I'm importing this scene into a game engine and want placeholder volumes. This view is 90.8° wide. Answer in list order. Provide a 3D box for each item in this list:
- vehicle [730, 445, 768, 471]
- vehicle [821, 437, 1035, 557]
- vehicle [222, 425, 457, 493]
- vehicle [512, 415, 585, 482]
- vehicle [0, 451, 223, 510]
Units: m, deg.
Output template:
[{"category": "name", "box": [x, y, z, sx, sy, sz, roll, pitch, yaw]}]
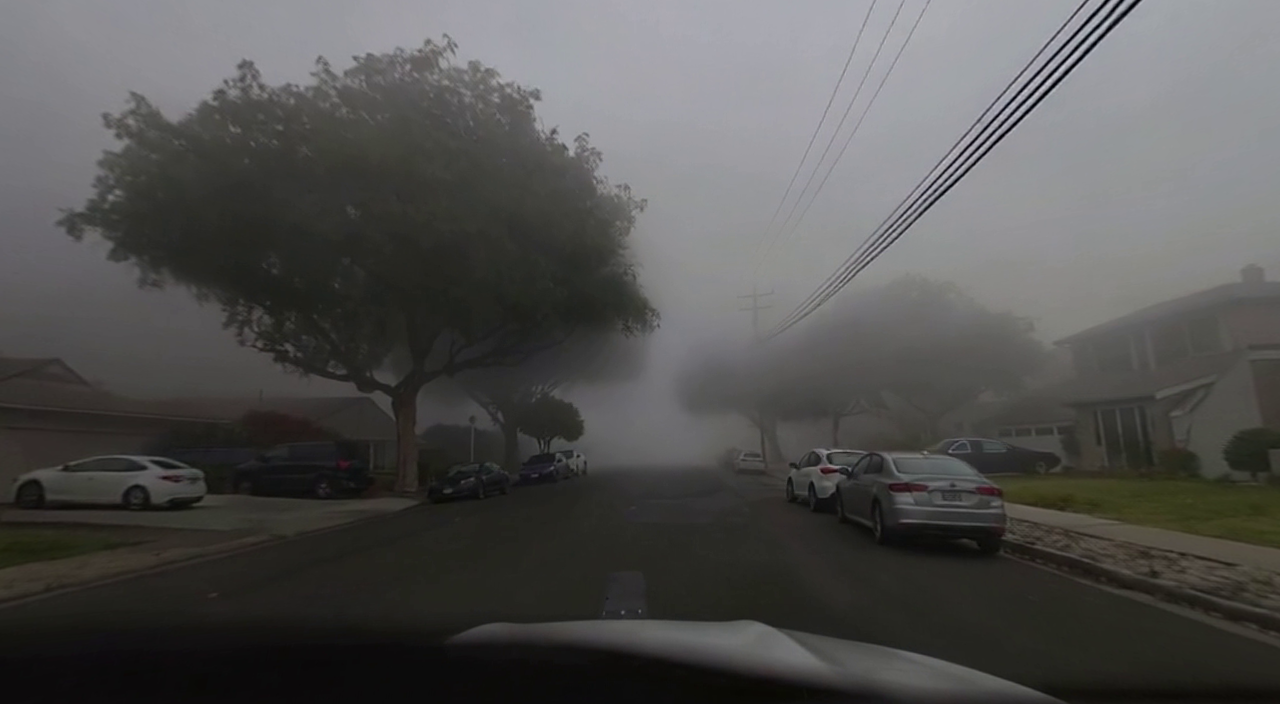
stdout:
[{"category": "vehicle", "box": [6.281, 6.139, 36.749, 1.743, 1.440, 3.732, 0, -9, 2]}, {"category": "vehicle", "box": [4.153, 2.102, 9.871, 1.845, 1.453, 3.792, 0, -9, 6]}, {"category": "vehicle", "box": [-9.630, 3.468, 20.654, 6.488, 2.009, 2.354, 0, -9, 4]}, {"category": "vehicle", "box": [-4.289, 4.711, 30.816, 2.199, 2.902, 5.848, 0, -9, 5]}, {"category": "vehicle", "box": [-13.982, 3.372, 16.840, 4.481, 1.420, 1.712, 0, -9, 1]}]
